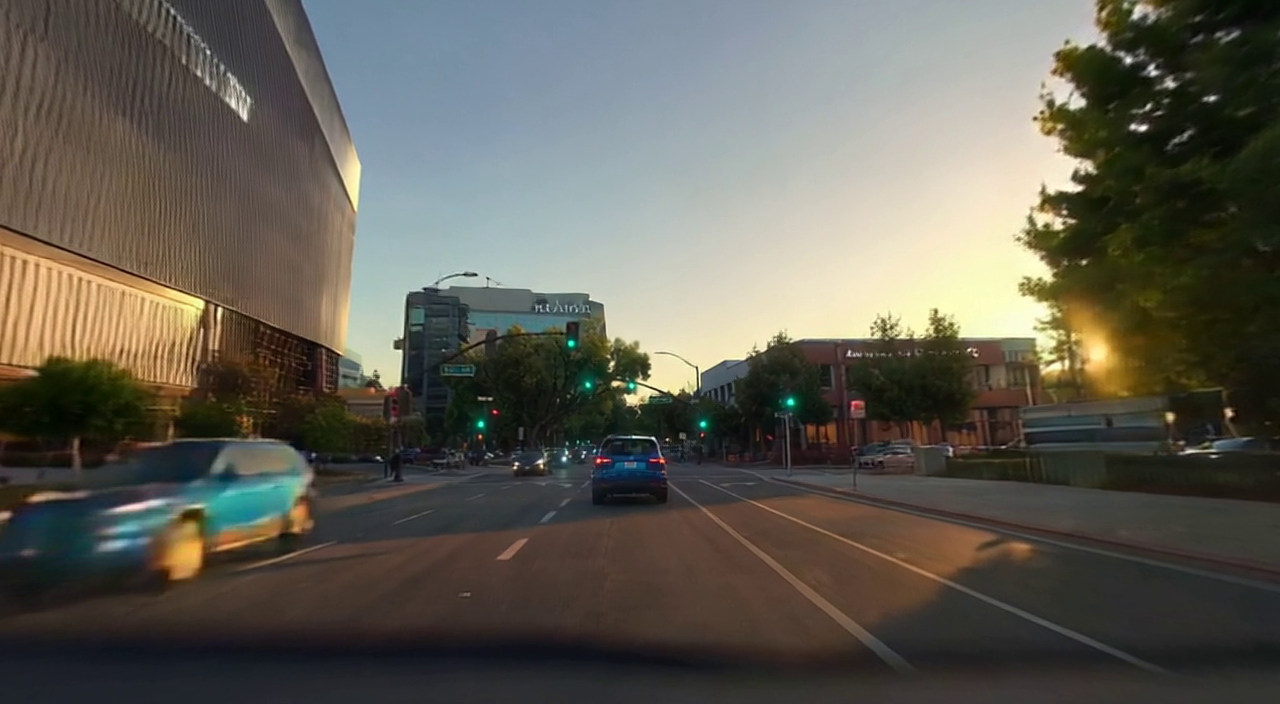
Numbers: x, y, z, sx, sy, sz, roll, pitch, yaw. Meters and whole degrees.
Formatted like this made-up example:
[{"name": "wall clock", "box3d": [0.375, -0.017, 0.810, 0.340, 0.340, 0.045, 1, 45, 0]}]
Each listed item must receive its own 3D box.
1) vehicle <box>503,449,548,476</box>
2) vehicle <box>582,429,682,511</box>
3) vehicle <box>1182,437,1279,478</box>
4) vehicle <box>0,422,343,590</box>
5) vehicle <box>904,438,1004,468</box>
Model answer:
[{"name": "vehicle", "box3d": [-6.779, 6.588, 37.937, 1.908, 1.475, 4.337, 0, -9, 0]}, {"name": "vehicle", "box3d": [-0.243, 2.891, 15.890, 2.183, 1.765, 4.059, 0, -9, -2]}, {"name": "vehicle", "box3d": [26.454, 4.443, 26.727, 5.161, 1.610, 2.024, 0, -9, -2]}, {"name": "vehicle", "box3d": [-6.005, 1.861, 8.476, 2.028, 1.655, 4.189, 0, -9, -1]}, {"name": "vehicle", "box3d": [16.864, 5.425, 34.021, 4.422, 1.563, 1.751, 0, -9, -2]}]
